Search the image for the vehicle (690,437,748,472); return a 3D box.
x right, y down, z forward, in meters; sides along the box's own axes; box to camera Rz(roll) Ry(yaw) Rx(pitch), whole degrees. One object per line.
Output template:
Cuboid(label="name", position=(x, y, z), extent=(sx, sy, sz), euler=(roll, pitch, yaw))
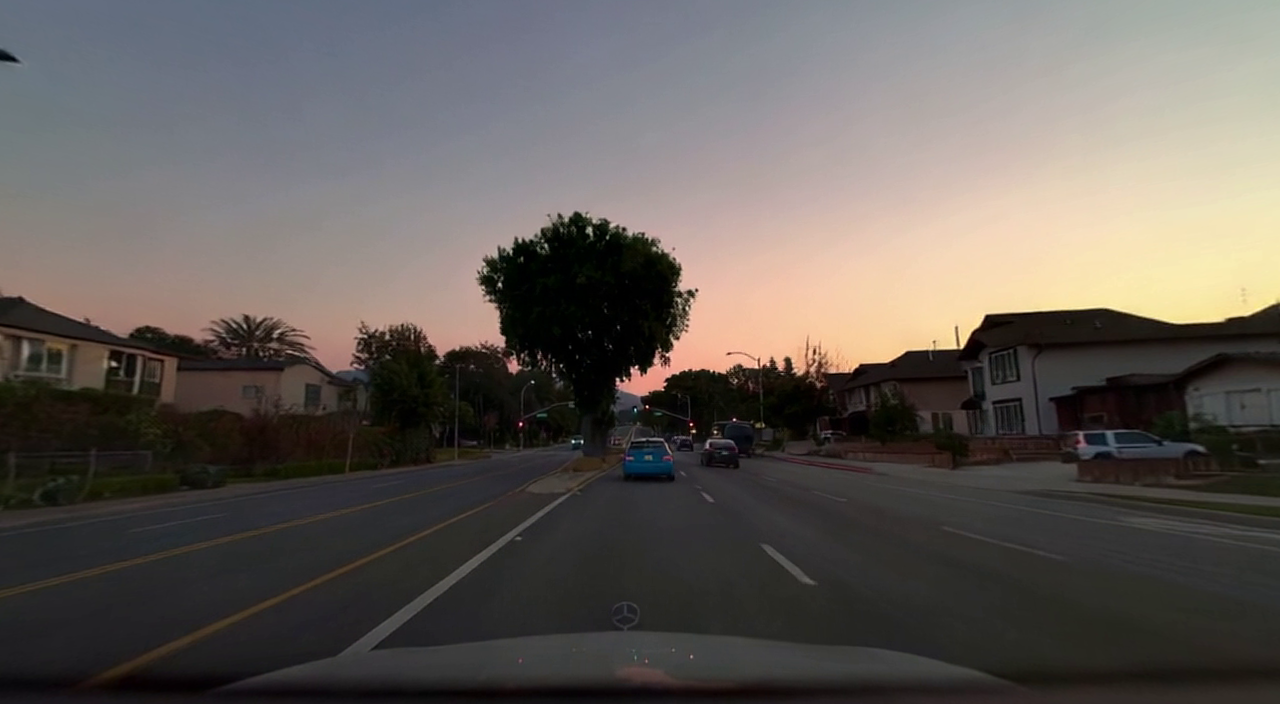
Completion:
Cuboid(label="vehicle", position=(3.581, 4.758, 29.480), extent=(2.161, 1.519, 4.568), euler=(0, -9, 0))

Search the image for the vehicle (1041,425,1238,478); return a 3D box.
Cuboid(label="vehicle", position=(15.228, 3.057, 19.450), extent=(4.456, 1.520, 1.911), euler=(0, -9, -2))

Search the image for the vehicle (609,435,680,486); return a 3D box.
Cuboid(label="vehicle", position=(0.129, 3.507, 20.684), extent=(2.093, 1.497, 4.010), euler=(0, -9, 0))

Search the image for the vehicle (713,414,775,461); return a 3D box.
Cuboid(label="vehicle", position=(7.871, 6.781, 49.547), extent=(2.940, 3.202, 12.480), euler=(0, -9, 1))
